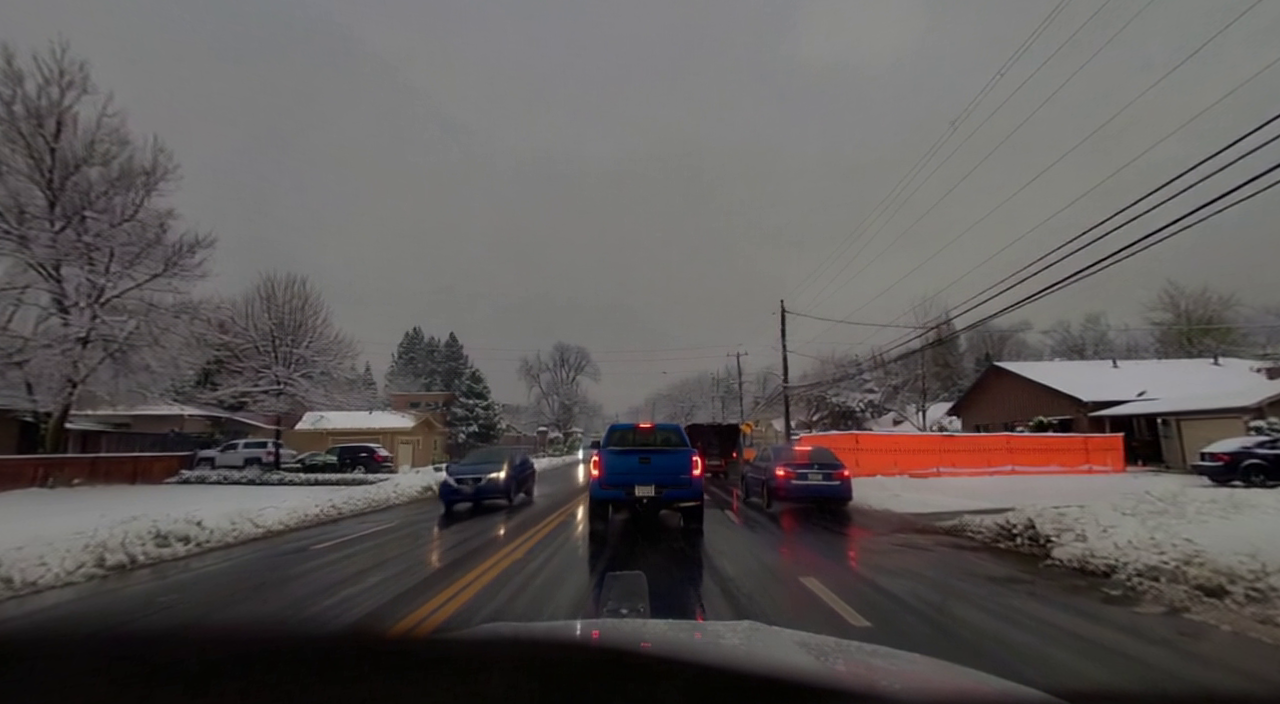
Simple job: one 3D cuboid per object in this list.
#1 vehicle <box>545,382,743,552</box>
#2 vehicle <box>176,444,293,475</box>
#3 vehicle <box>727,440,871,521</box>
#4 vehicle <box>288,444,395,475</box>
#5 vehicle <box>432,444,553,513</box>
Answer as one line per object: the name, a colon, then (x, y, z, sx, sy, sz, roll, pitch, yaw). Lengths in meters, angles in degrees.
vehicle: (0.078, 2.076, 12.027, 2.751, 2.361, 6.347, 0, -8, 1)
vehicle: (-20.393, 5.405, 31.704, 4.706, 1.468, 1.817, -1, -9, 3)
vehicle: (3.317, 2.765, 14.116, 2.010, 1.499, 4.481, 0, -8, -1)
vehicle: (-15.131, 5.452, 32.011, 4.490, 1.500, 1.875, 0, -8, -2)
vehicle: (-3.670, 3.219, 16.565, 2.010, 1.533, 4.495, 0, -8, 1)
